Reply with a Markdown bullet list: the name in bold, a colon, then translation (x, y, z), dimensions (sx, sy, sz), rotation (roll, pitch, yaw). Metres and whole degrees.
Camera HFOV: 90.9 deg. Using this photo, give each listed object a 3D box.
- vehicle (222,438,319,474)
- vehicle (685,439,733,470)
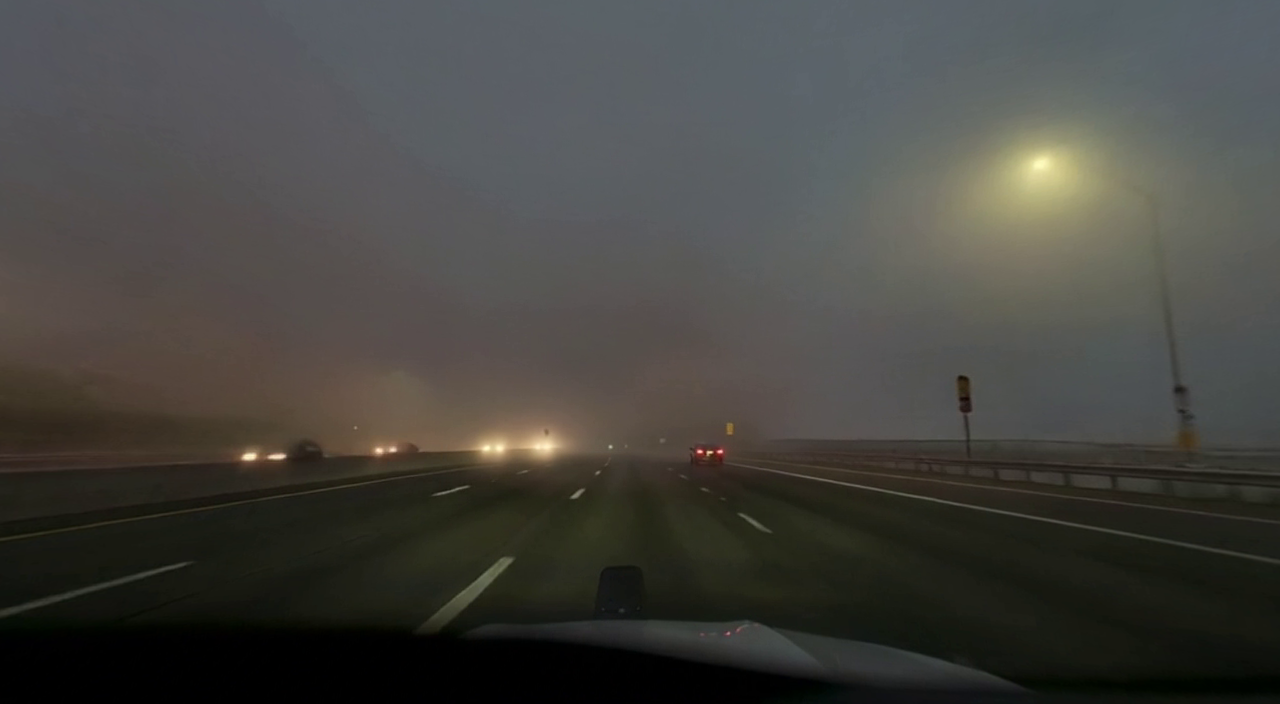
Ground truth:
- **vehicle**: translation (-16.678, 4.708, 28.740), dimensions (1.976, 1.527, 4.047), rotation (0, -8, -1)
- **vehicle**: translation (3.495, 5.311, 32.716), dimensions (1.926, 1.477, 4.025), rotation (0, -8, -2)
